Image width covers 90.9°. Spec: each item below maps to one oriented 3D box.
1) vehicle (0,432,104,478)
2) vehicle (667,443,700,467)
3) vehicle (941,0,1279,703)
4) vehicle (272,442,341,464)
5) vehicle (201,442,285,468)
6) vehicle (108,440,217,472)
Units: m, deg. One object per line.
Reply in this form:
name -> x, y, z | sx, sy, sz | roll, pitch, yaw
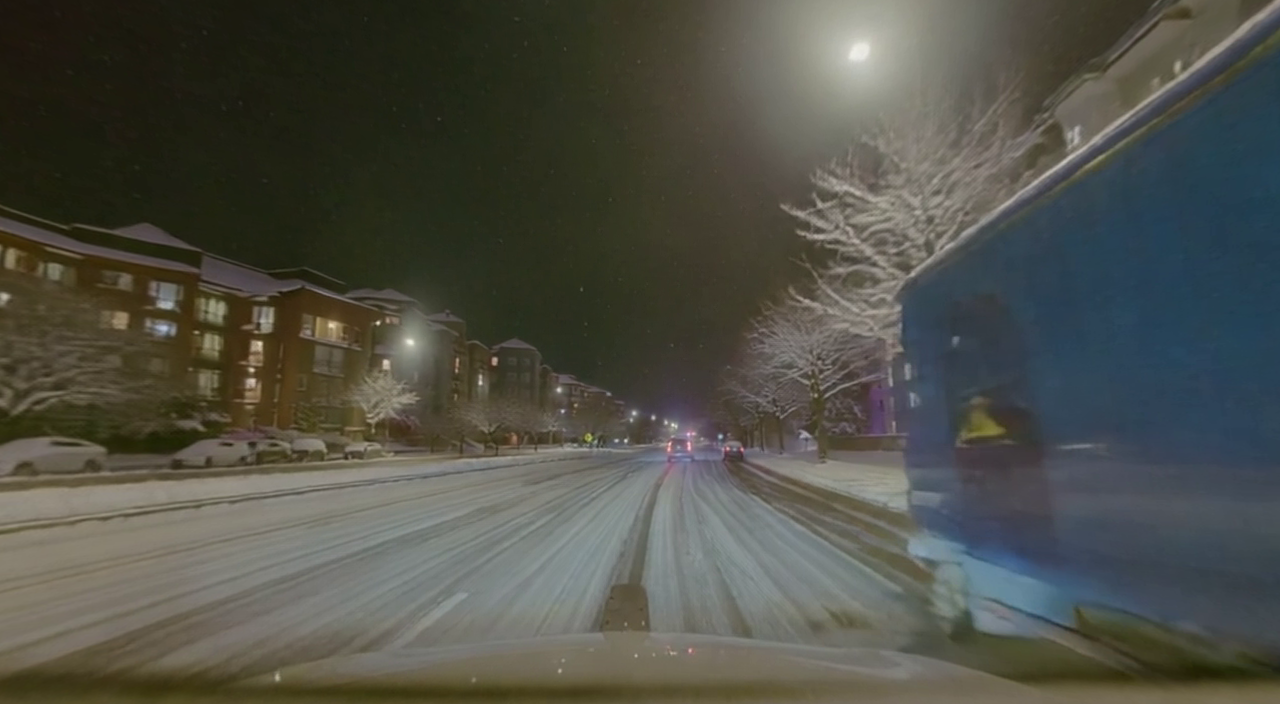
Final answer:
vehicle -> -24.521, 4.113, 25.279 | 2.008, 1.668, 4.379 | 0, -8, 3
vehicle -> 2.587, 6.162, 37.838 | 1.871, 1.370, 4.206 | -1, -8, 4
vehicle -> 3.879, -0.137, 0.796 | 2.945, 3.277, 8.473 | 0, -8, 1
vehicle -> -22.992, 6.965, 43.601 | 1.814, 1.484, 4.474 | -1, -9, 9
vehicle -> -23.628, 6.145, 37.733 | 1.772, 1.447, 4.582 | -1, -9, 5
vehicle -> -23.925, 5.218, 31.789 | 1.900, 1.489, 4.361 | -1, -9, 3
